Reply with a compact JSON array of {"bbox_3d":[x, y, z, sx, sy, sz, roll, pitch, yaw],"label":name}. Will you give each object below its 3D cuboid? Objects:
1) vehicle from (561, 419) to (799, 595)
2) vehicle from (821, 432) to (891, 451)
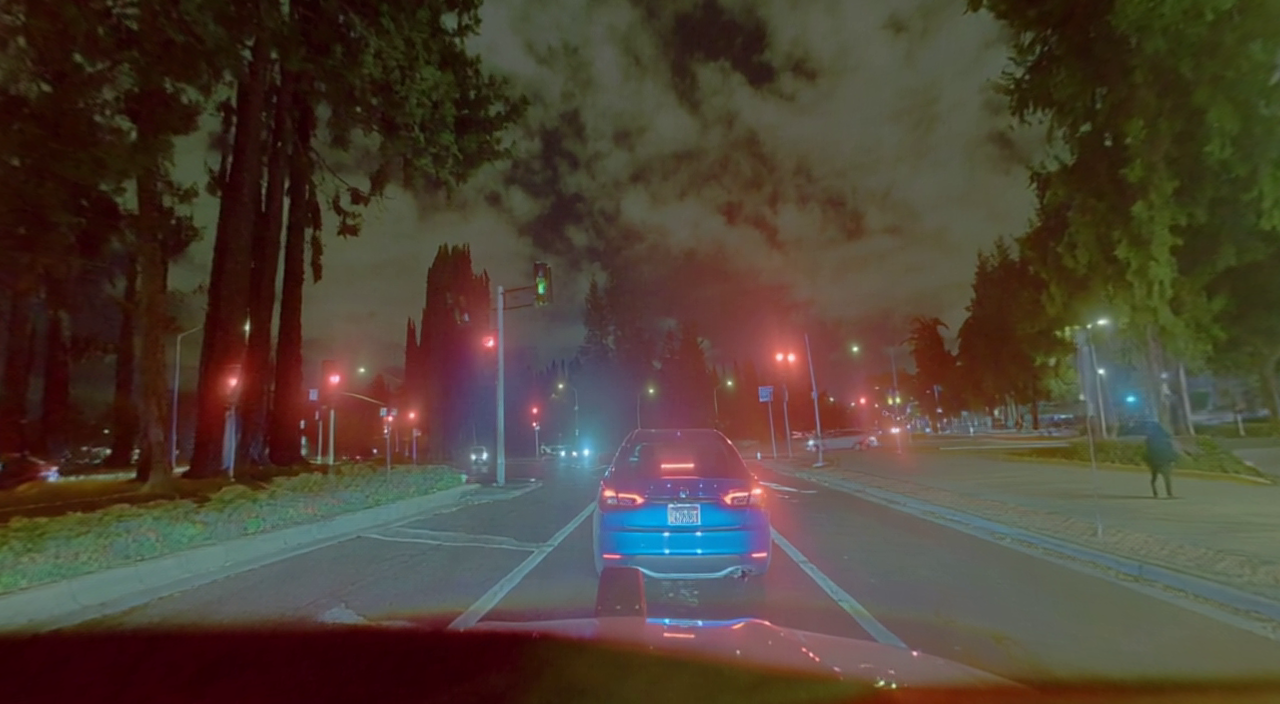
[{"bbox_3d":[0.372,1.617,7.398,2.035,1.499,3.799,0,-8,1],"label":"vehicle"},{"bbox_3d":[16.812,7.001,49.332,4.830,1.461,1.883,0,-9,3],"label":"vehicle"}]
